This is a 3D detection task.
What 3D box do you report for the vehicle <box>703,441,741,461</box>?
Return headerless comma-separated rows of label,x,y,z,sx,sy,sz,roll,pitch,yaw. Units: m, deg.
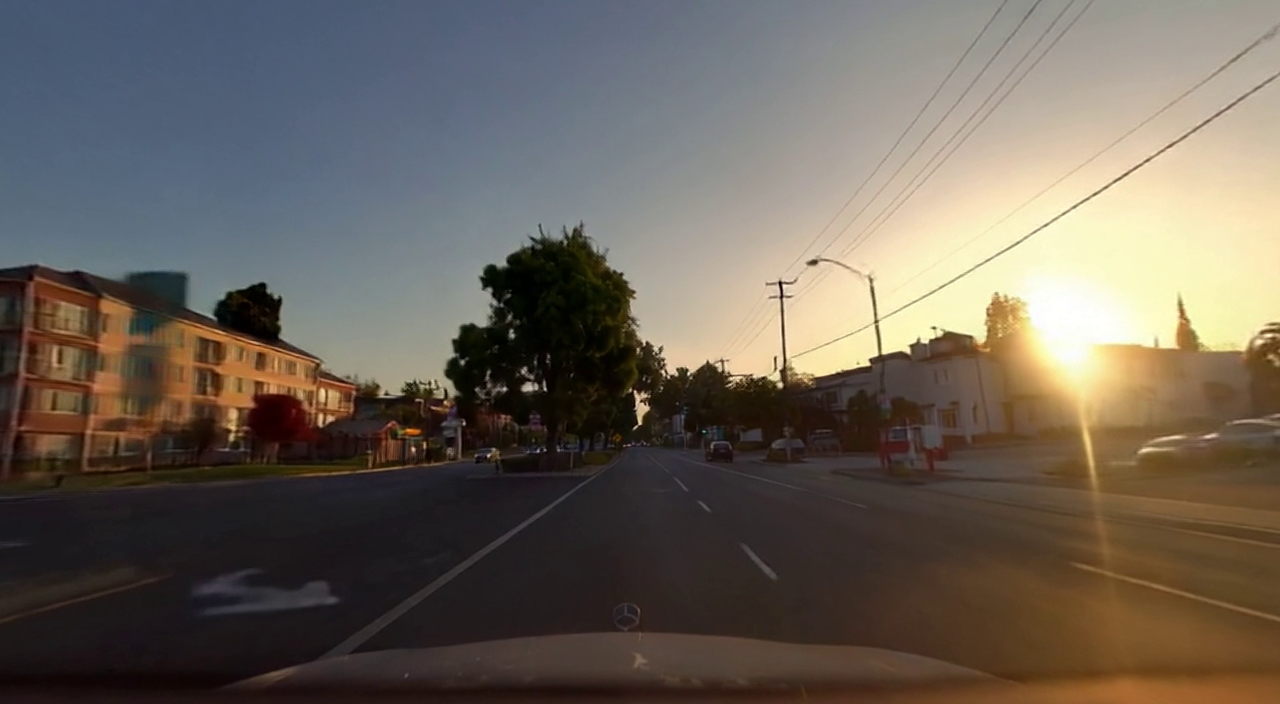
vehicle,6.407,7.825,49.943,2.261,1.479,4.403,0,-9,-2
